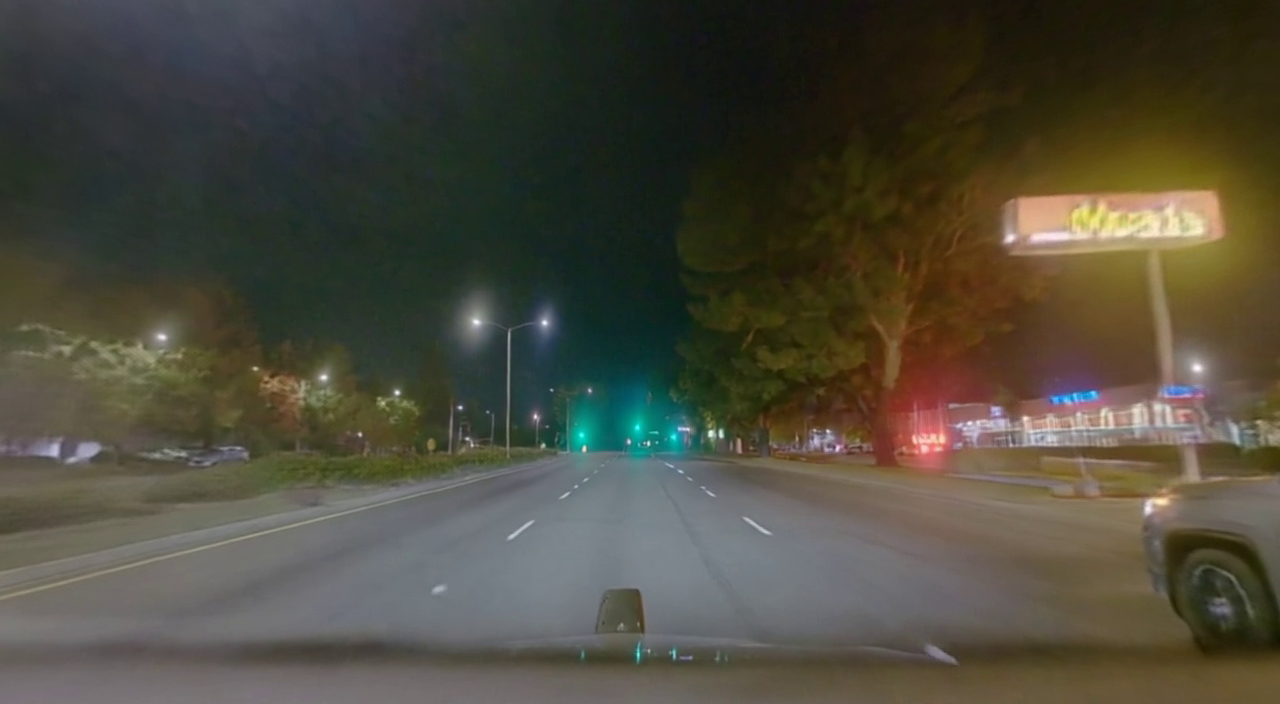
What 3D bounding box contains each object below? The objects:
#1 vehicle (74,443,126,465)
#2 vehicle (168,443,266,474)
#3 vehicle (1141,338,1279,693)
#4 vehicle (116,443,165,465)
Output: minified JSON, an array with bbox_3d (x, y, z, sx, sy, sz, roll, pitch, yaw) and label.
[{"bbox_3d":[-37.955,7.146,44.493,1.929,1.428,3.799,4,-9,-28],"label":"vehicle"},{"bbox_3d":[-22.569,5.669,33.971,1.864,1.510,4.664,0,-8,2],"label":"vehicle"},{"bbox_3d":[4.655,0.684,1.819,2.185,1.956,5.128,0,-8,0],"label":"vehicle"},{"bbox_3d":[-35.171,7.157,44.543,1.829,1.448,4.124,4,-9,-27],"label":"vehicle"}]
